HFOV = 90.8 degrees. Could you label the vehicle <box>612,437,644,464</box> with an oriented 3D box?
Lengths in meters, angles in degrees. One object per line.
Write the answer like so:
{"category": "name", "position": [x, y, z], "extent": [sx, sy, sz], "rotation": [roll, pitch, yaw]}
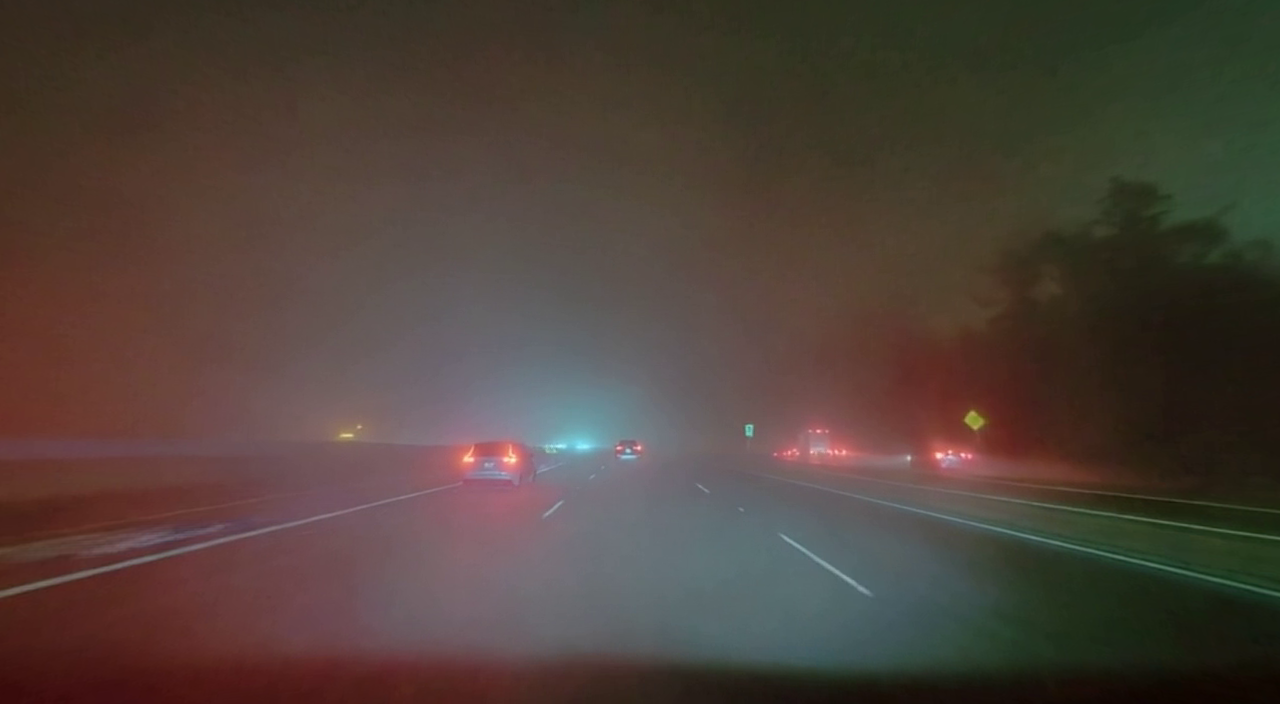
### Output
{"category": "vehicle", "position": [-0.872, 7.356, 47.191], "extent": [2.269, 1.924, 4.596], "rotation": [0, -8, -1]}

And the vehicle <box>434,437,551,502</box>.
{"category": "vehicle", "position": [-3.954, 3.235, 17.968], "extent": [2.140, 1.574, 4.946], "rotation": [0, -8, 0]}
